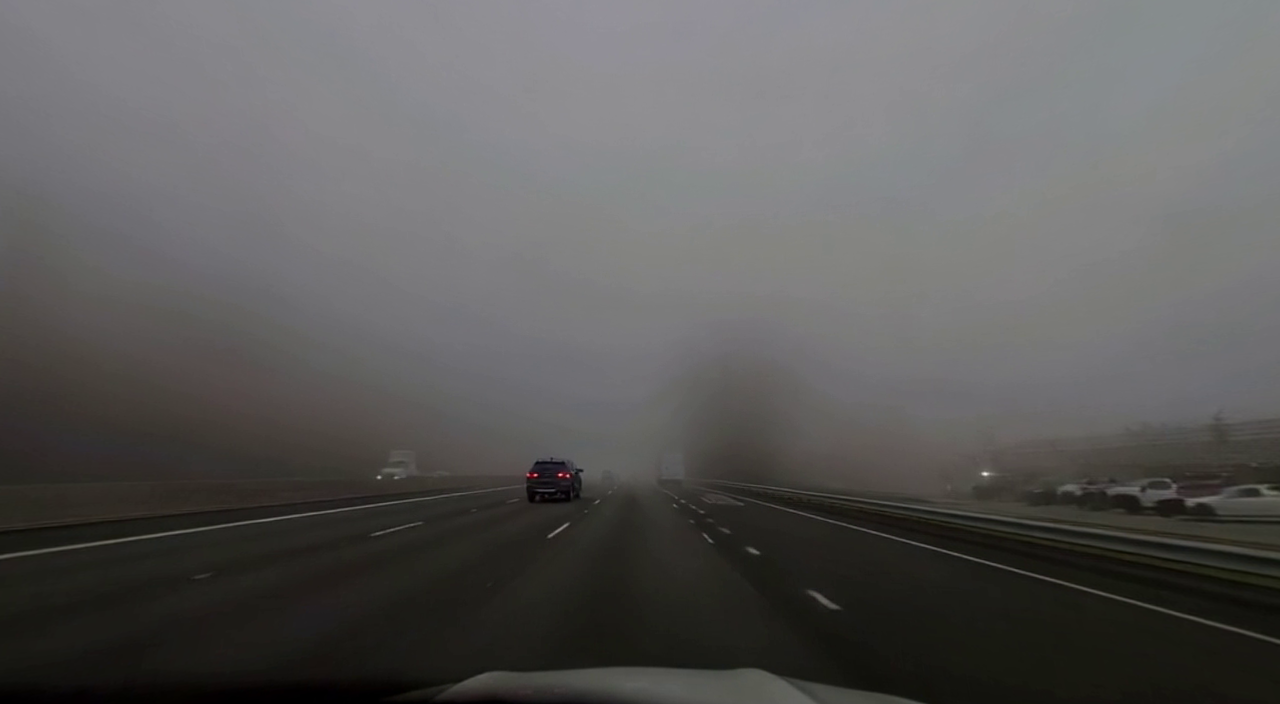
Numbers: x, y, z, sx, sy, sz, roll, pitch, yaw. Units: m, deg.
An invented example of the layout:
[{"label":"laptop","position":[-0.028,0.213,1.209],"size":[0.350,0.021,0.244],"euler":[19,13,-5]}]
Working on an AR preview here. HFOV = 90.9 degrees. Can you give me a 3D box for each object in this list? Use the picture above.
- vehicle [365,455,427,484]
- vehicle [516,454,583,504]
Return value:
[{"label":"vehicle","position":[-18.087,8.769,47.011],"size":[2.157,2.031,5.648],"euler":[0,-10,2]},{"label":"vehicle","position":[-3.682,5.296,26.458],"size":[2.036,1.835,4.888],"euler":[1,-10,0]}]
